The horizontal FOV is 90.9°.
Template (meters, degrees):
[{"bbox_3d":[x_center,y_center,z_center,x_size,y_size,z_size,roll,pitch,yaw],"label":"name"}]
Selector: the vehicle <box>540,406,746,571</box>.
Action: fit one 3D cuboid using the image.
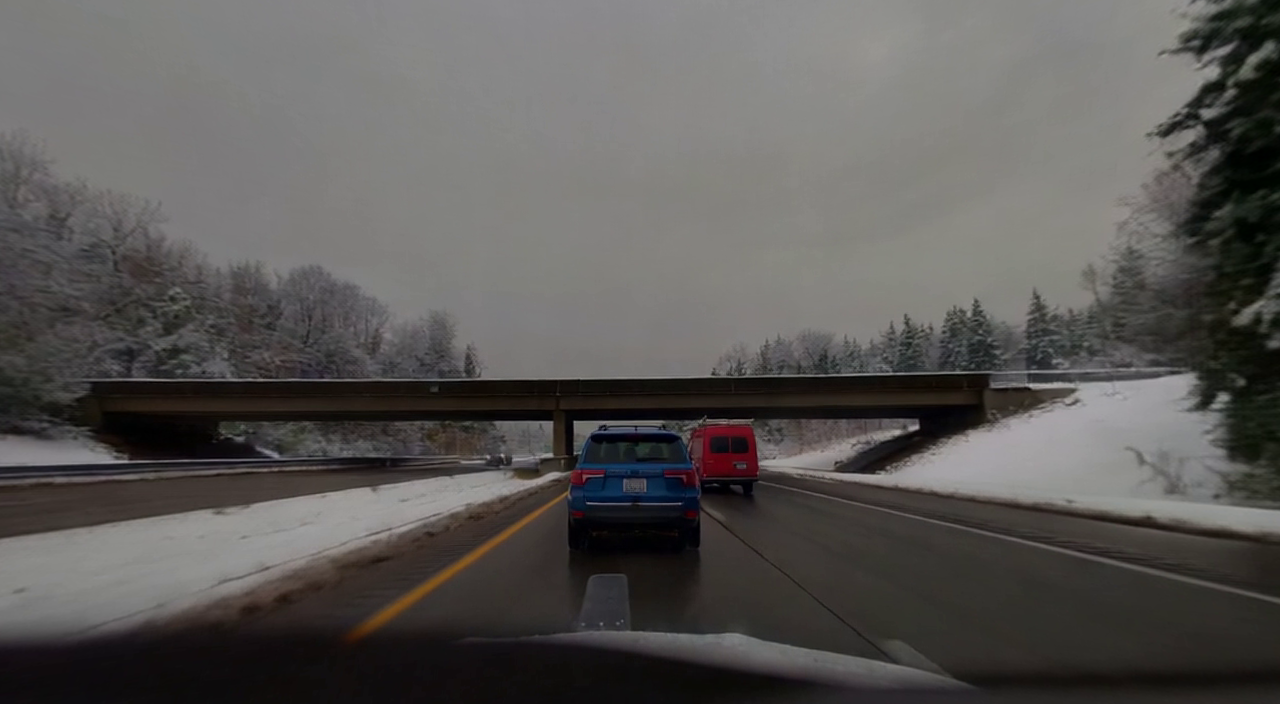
[{"bbox_3d":[0.034,1.837,9.135,2.288,1.823,4.059,0,-9,0],"label":"vehicle"}]
